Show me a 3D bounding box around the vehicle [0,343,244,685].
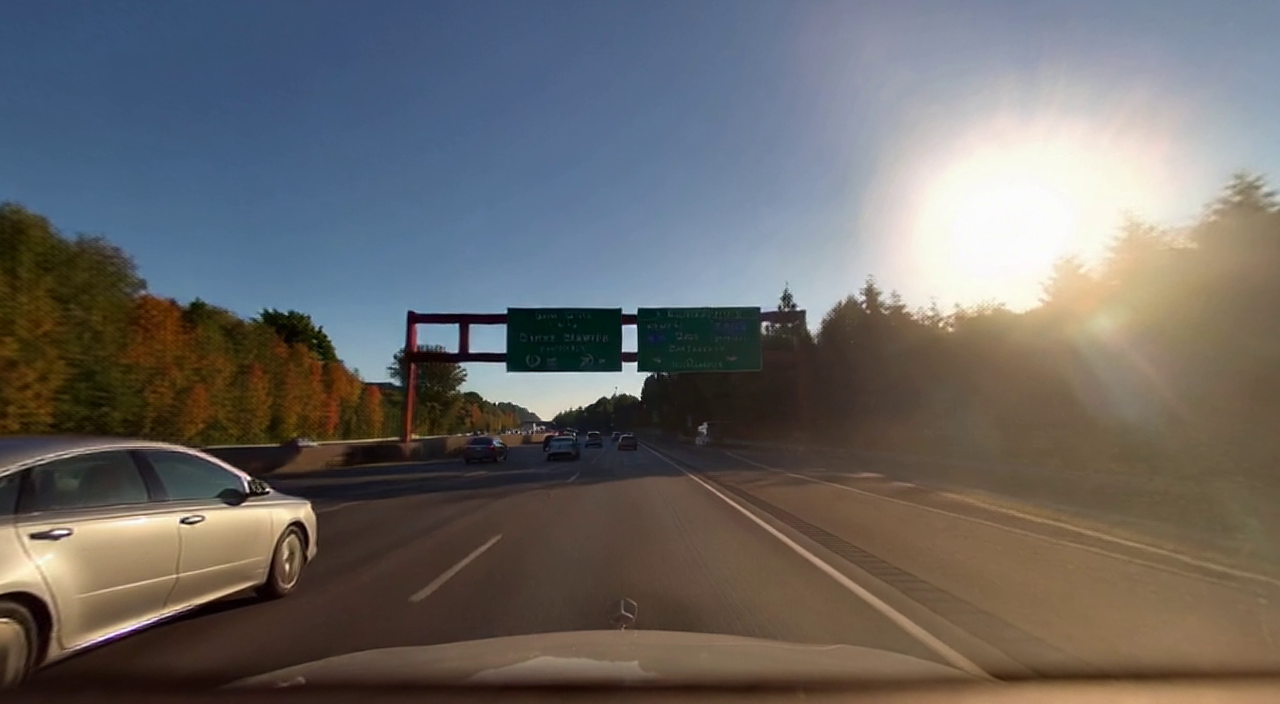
[{"bbox_3d":[-4.420,0.856,3.229,1.971,1.822,4.366,0,-8,-1],"label":"vehicle"}]

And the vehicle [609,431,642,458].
[{"bbox_3d":[-0.930,5.885,40.156,2.002,1.611,3.778,0,-8,-1],"label":"vehicle"}]

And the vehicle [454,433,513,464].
[{"bbox_3d":[-8.378,5.175,34.042,1.953,1.524,4.863,0,-8,0],"label":"vehicle"}]

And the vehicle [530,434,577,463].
[{"bbox_3d":[-4.470,5.057,33.173,1.909,1.445,4.087,0,-8,0],"label":"vehicle"}]
